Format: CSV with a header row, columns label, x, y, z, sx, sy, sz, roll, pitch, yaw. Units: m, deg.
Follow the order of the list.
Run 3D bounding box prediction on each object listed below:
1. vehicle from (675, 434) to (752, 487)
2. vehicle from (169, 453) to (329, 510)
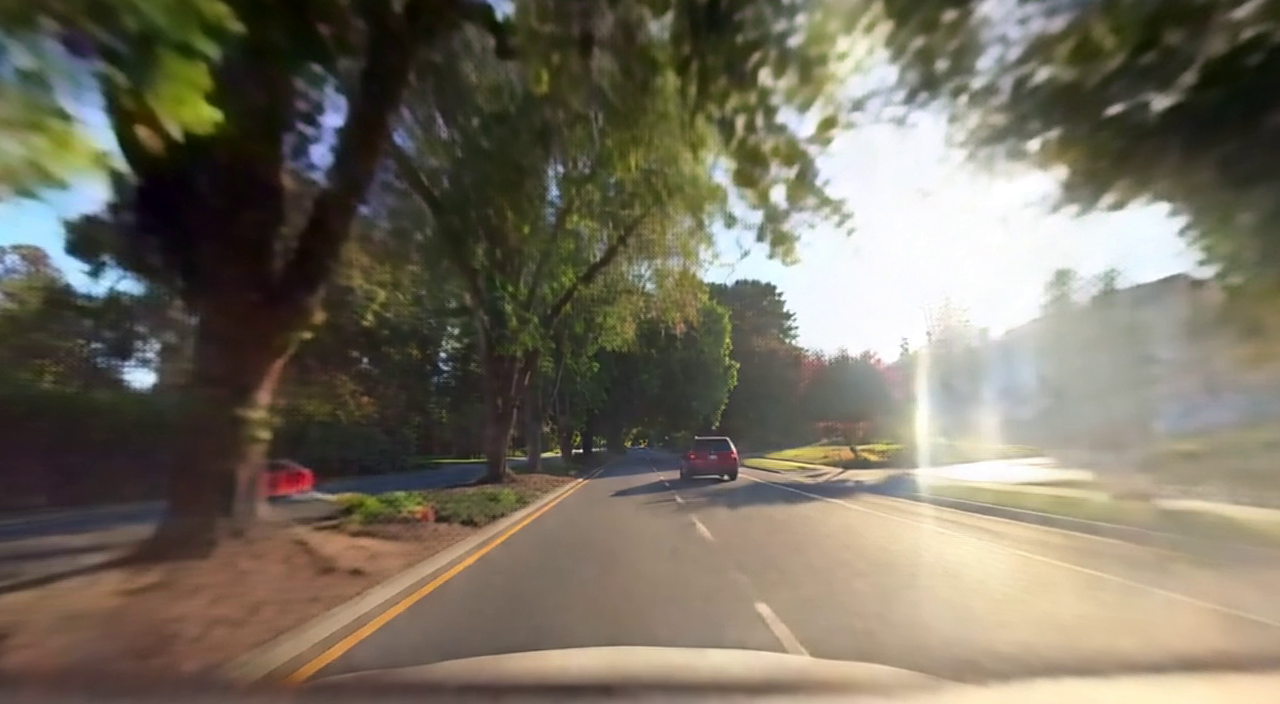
label,x,y,z,sx,sy,sz,roll,pitch,yaw
vehicle,2.523,3.865,22.860,2.164,1.725,4.285,0,-8,-1
vehicle,-11.792,3.910,19.538,1.968,1.476,4.631,0,-8,0
